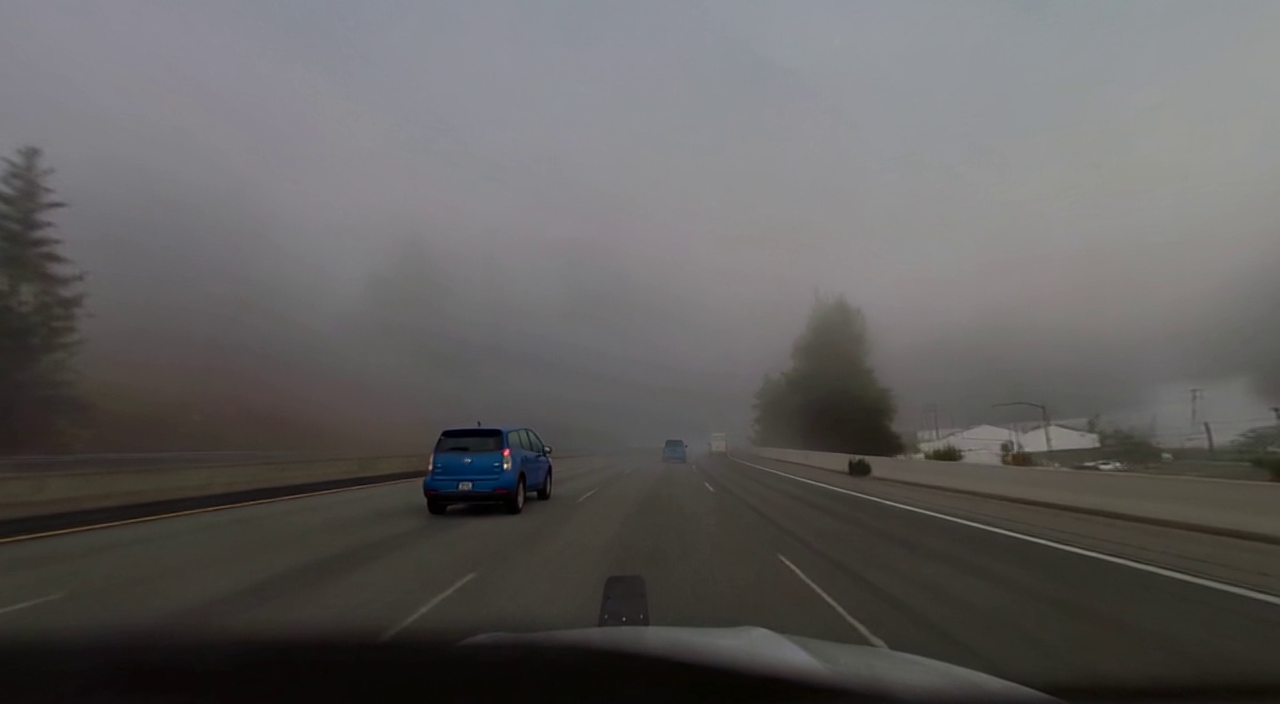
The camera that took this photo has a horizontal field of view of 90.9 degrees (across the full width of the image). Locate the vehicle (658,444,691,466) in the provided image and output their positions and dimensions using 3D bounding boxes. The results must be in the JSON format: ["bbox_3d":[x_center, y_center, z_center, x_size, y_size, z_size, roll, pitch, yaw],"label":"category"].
[{"bbox_3d":[2.387,7.087,43.626,2.158,1.458,3.656,0,-9,4],"label":"vehicle"}]

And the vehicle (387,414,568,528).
[{"bbox_3d":[-2.902,2.283,12.649,2.185,1.823,4.854,0,-9,2],"label":"vehicle"}]
